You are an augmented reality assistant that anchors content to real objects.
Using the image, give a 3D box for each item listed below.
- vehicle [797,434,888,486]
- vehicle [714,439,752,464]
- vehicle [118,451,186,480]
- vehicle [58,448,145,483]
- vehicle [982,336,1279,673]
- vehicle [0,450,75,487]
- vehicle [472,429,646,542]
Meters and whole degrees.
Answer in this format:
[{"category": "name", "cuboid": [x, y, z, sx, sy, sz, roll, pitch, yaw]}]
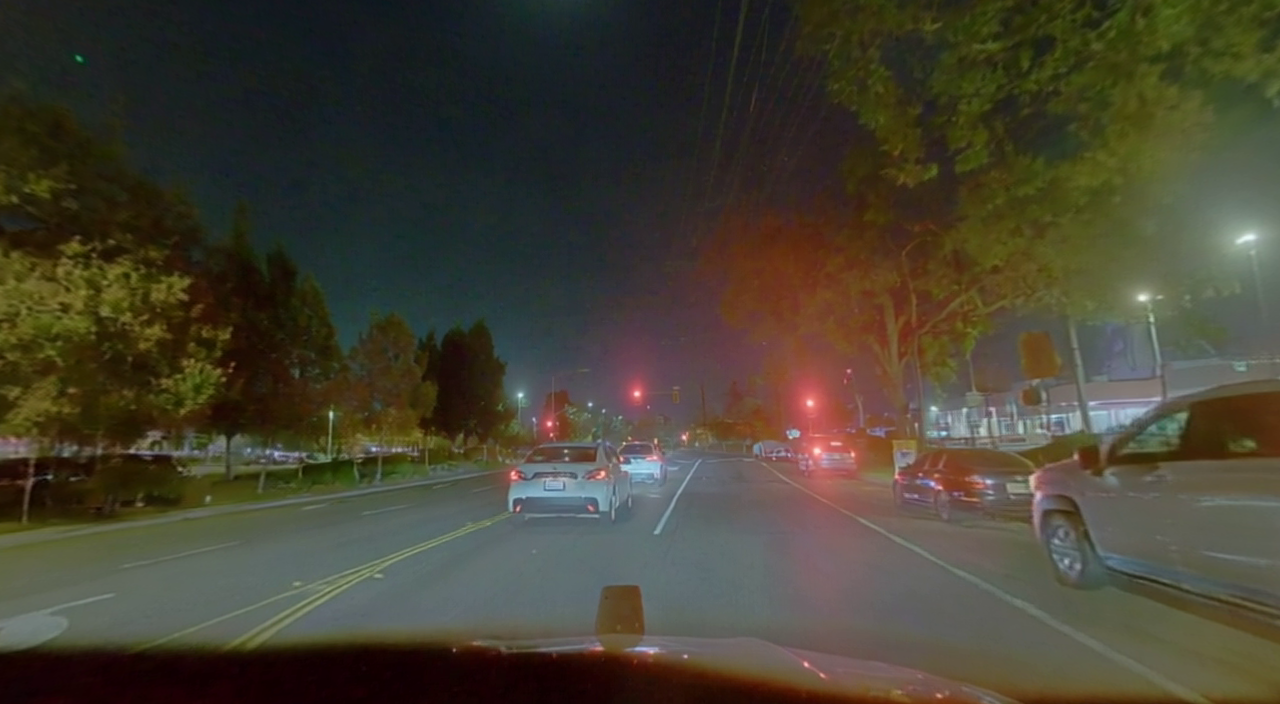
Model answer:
[{"category": "vehicle", "cuboid": [6.490, 3.504, 20.784, 1.910, 1.493, 4.490, -1, -8, 6]}, {"category": "vehicle", "cuboid": [5.635, 6.101, 38.852, 2.095, 1.473, 4.301, -1, -8, 6]}, {"category": "vehicle", "cuboid": [-26.109, 6.035, 33.765, 3.527, 1.390, 1.681, -6, -10, 33]}, {"category": "vehicle", "cuboid": [-26.671, 5.550, 31.266, 4.127, 1.583, 1.978, -5, -10, 32]}, {"category": "vehicle", "cuboid": [4.903, 0.992, 4.398, 2.324, 1.907, 5.634, -1, -8, 6]}, {"category": "vehicle", "cuboid": [-27.203, 5.184, 28.431, 3.865, 1.499, 1.804, -6, -11, 37]}, {"category": "vehicle", "cuboid": [-1.080, 2.112, 10.723, 1.968, 1.497, 4.286, -1, -8, 6]}]
